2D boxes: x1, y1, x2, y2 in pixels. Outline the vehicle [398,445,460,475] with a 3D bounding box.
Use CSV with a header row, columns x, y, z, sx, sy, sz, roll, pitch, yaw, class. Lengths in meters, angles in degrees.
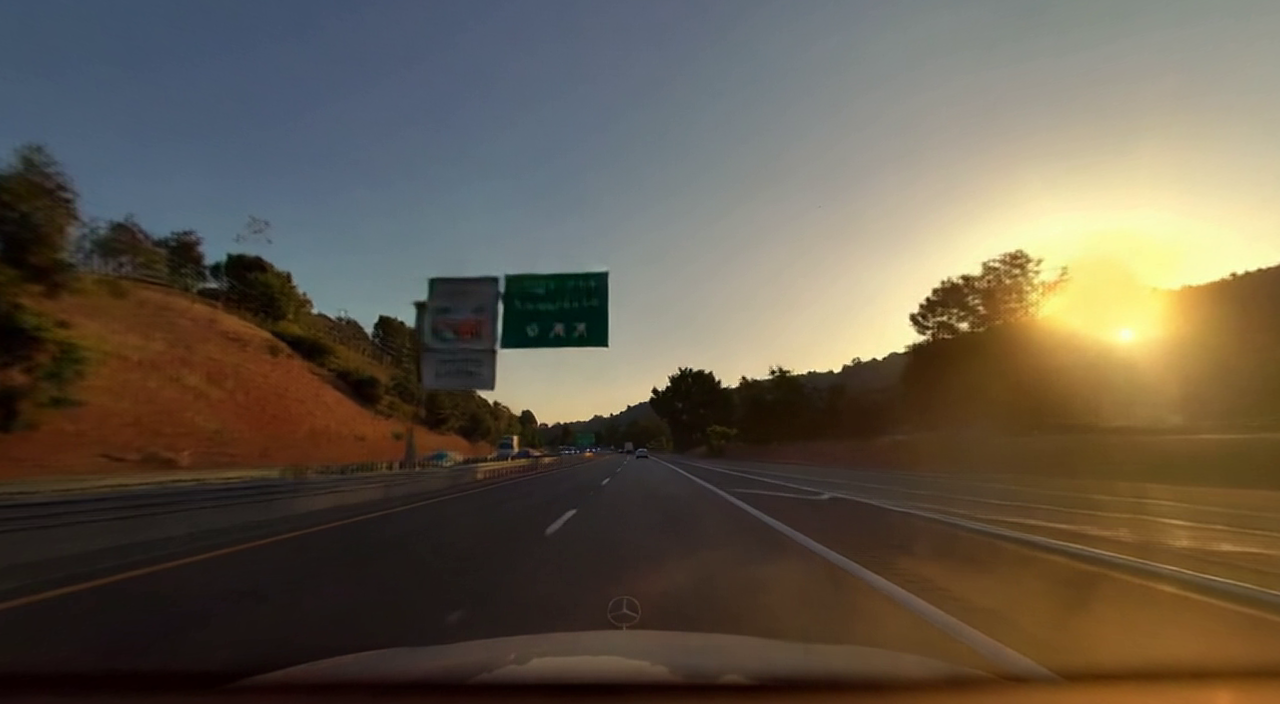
x,y,z,sx,sy,sz,roll,pitch,yaw,class
-11.721,6.009,35.297,1.875,1.503,4.582,0,-9,0,vehicle
